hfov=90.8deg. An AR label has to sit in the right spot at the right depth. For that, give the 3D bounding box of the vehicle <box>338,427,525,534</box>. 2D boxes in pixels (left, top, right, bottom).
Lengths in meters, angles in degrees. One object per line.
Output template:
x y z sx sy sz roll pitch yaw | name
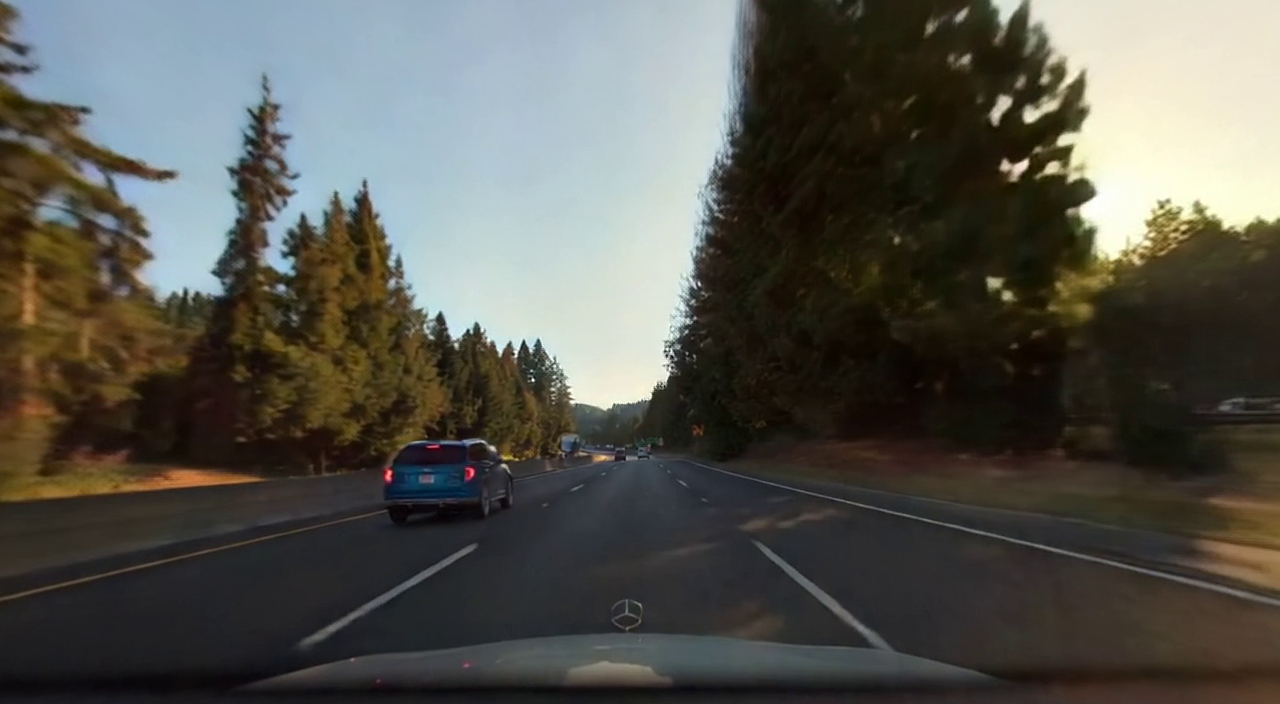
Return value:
-3.824 2.445 12.630 2.110 1.727 4.607 0 -9 1 | vehicle
